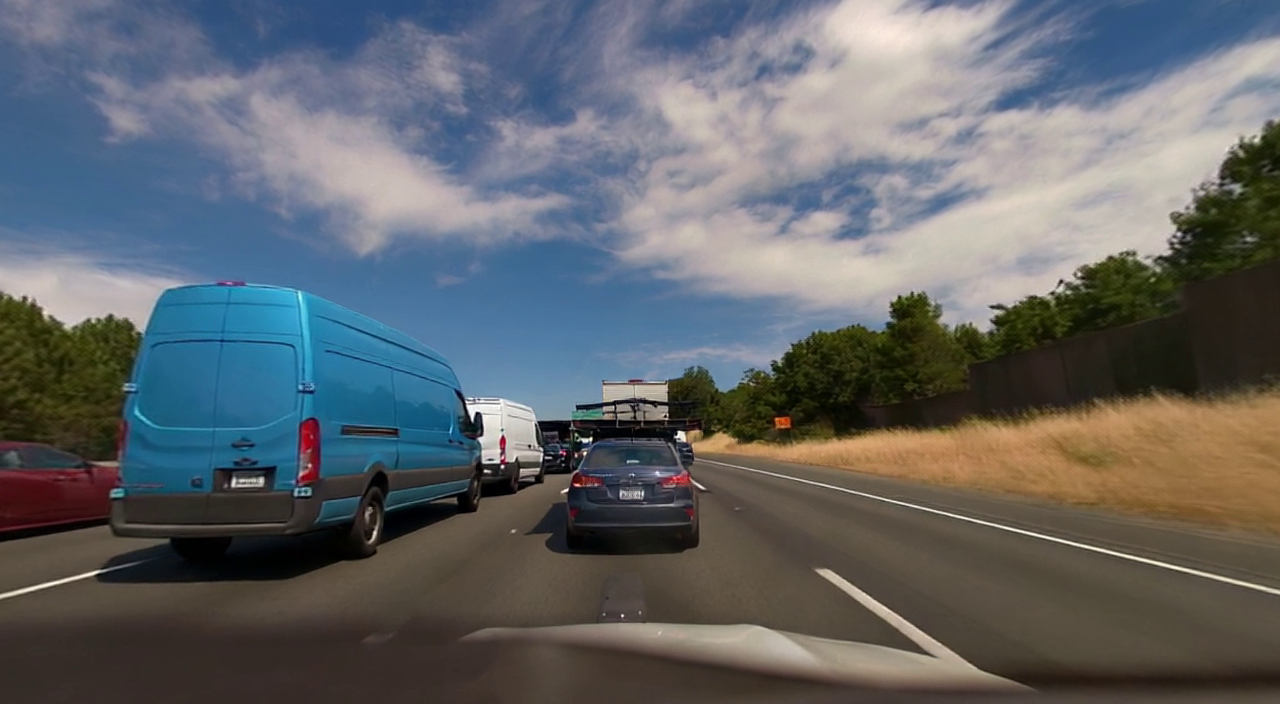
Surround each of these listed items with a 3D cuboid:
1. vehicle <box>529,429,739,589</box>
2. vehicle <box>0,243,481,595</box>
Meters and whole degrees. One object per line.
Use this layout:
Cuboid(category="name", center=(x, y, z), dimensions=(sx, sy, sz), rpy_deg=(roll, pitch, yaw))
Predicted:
Cuboid(category="vehicle", center=(-0.080, 1.761, 7.788), dimensions=(1.995, 1.495, 3.380), rpy_deg=(0, -9, -1))
Cuboid(category="vehicle", center=(-4.052, 0.995, 8.496), dimensions=(2.254, 2.879, 6.656), rpy_deg=(0, -9, -2))
